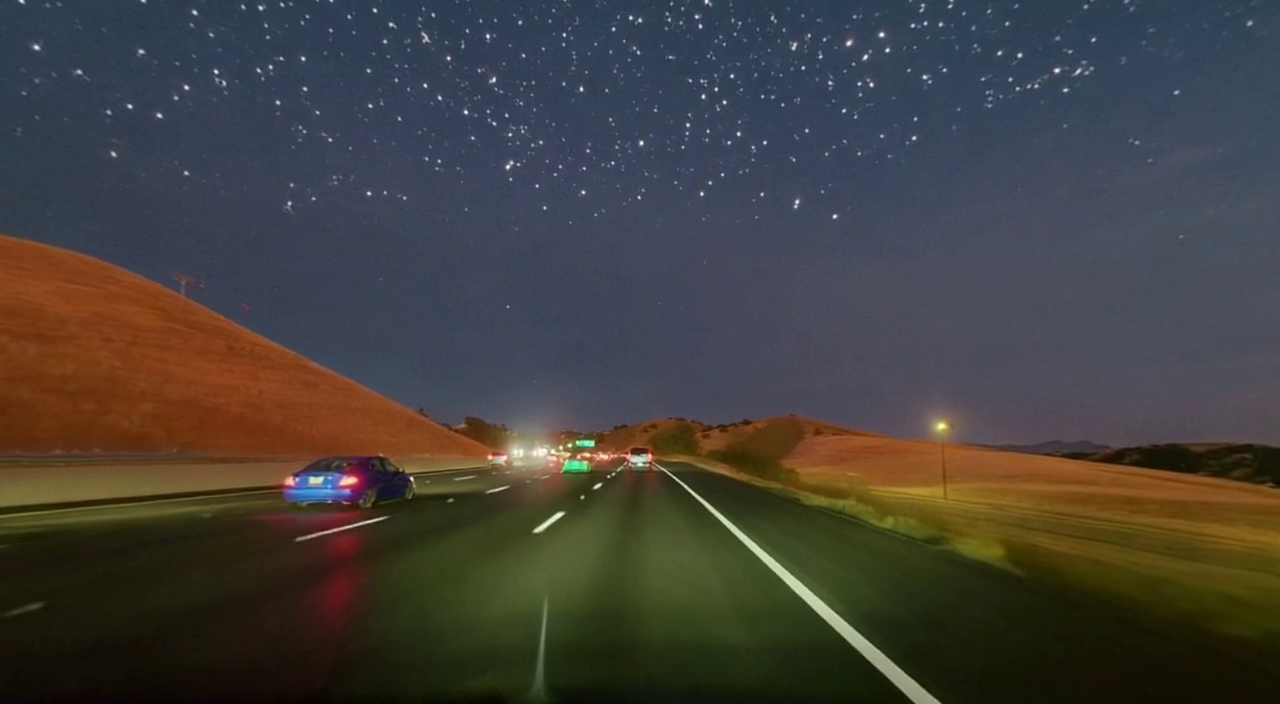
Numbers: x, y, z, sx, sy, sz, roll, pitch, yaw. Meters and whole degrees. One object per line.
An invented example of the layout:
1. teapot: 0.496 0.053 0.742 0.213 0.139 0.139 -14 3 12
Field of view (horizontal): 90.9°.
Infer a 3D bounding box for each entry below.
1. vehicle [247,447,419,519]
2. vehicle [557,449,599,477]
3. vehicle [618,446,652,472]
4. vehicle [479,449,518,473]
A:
1. vehicle: -7.153 3.059 15.309 1.991 1.441 4.265 0 -8 1
2. vehicle: -3.708 6.703 38.391 2.144 1.505 4.649 0 -8 -1
3. vehicle: -0.356 7.399 43.779 2.225 1.674 4.044 0 -8 -1
4. vehicle: -11.060 8.553 49.730 2.025 1.750 4.505 0 -8 0
